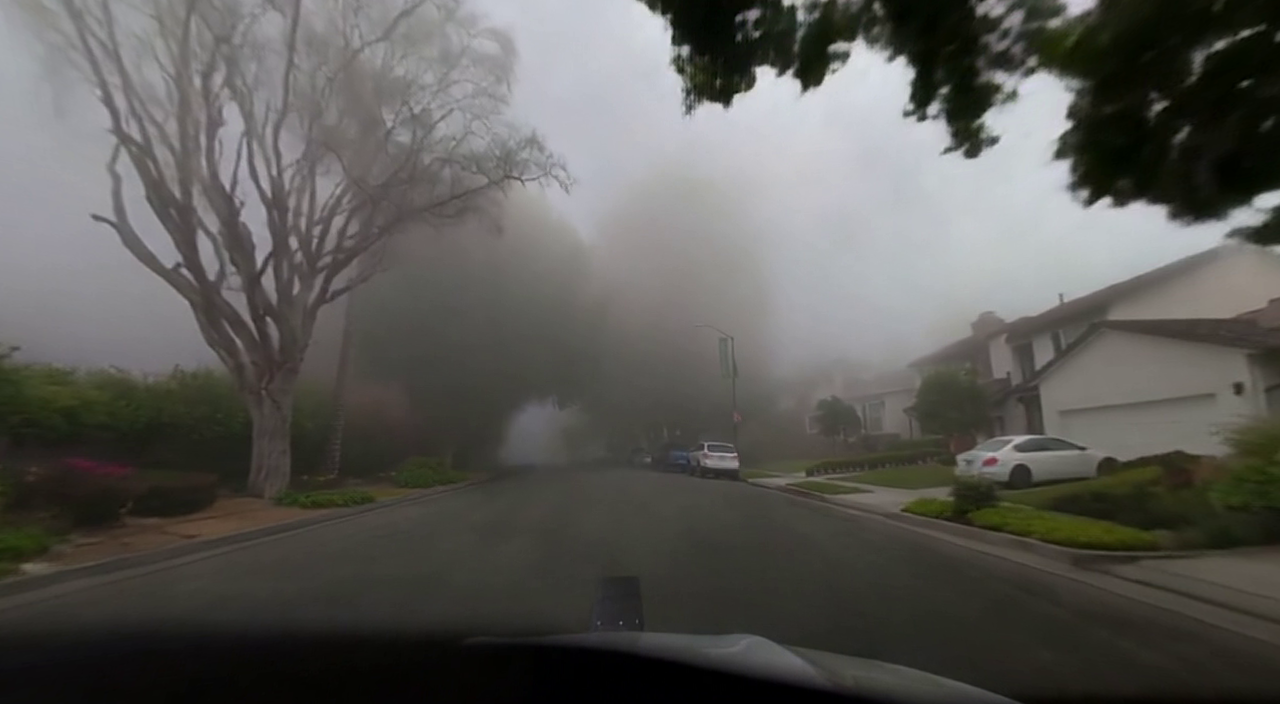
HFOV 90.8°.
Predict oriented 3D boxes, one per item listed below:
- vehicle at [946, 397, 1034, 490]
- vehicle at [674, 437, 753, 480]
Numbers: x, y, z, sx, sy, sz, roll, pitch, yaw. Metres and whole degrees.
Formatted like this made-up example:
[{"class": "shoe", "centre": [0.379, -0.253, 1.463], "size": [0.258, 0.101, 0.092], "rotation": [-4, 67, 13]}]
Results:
[{"class": "vehicle", "centre": [9.678, 2.529, 17.463], "size": [1.820, 2.366, 1.453], "rotation": [-6, -11, 35]}, {"class": "vehicle", "centre": [3.559, 5.339, 31.940], "size": [2.715, 1.900, 6.163], "rotation": [2, -9, -5]}]
